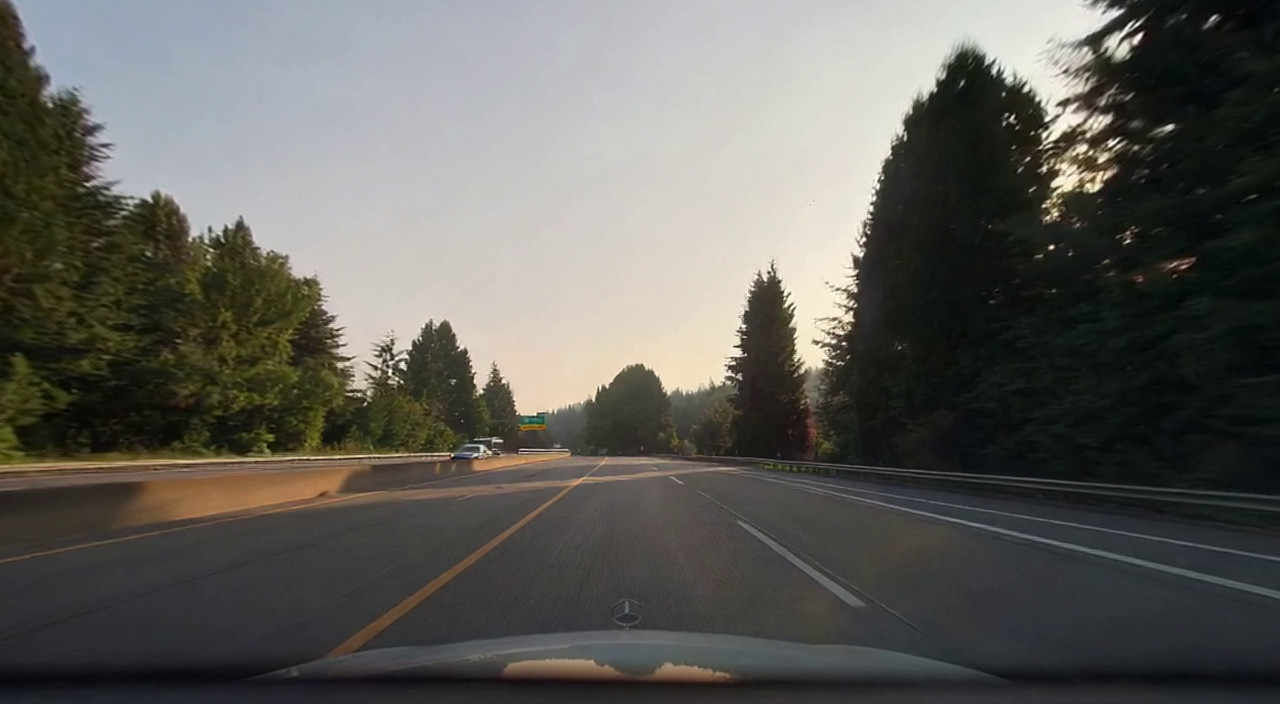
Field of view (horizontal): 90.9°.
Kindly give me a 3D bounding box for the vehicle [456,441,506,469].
[{"bbox_3d":[-8.991,5.870,36.040,1.840,1.472,4.202,0,-9,-1],"label":"vehicle"}]
